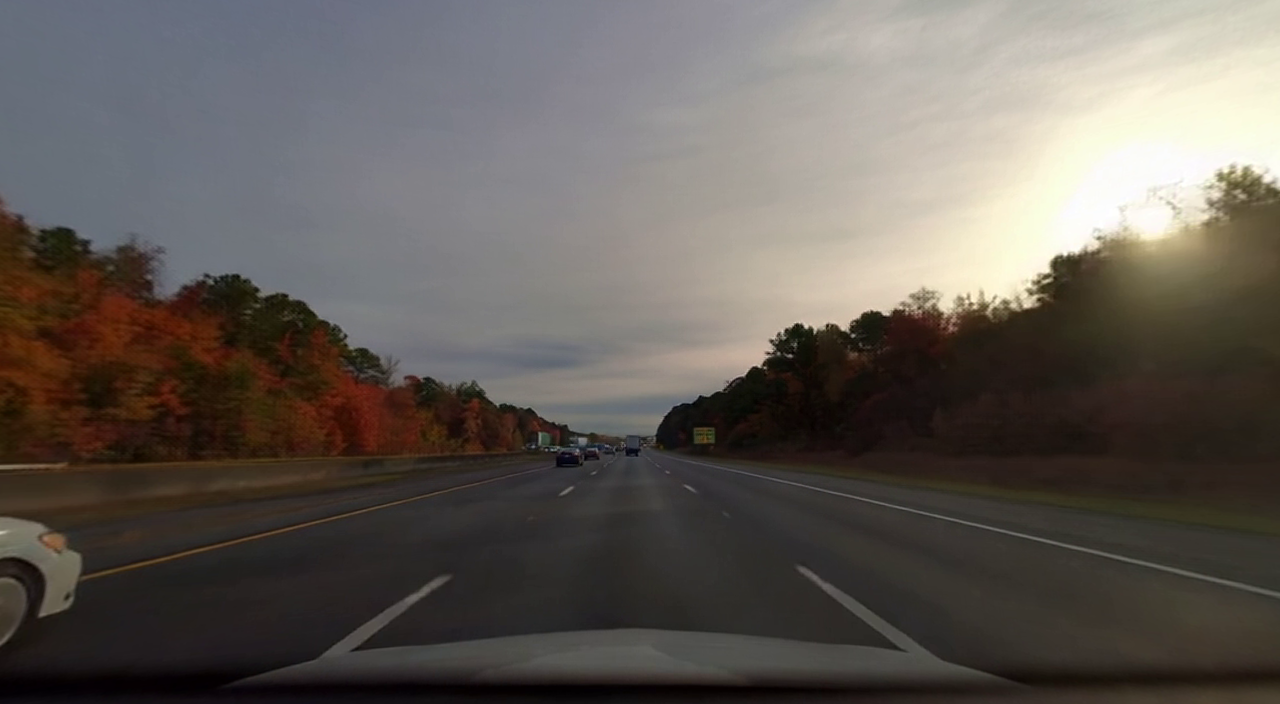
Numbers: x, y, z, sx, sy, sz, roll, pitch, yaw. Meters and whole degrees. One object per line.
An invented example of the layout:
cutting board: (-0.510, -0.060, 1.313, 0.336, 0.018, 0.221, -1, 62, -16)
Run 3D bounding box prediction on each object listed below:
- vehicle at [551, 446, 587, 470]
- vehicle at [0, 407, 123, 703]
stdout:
vehicle: (-4.655, 6.990, 41.480, 1.963, 1.475, 3.665, 0, -9, -1)
vehicle: (-4.341, 0.851, 1.891, 2.071, 1.525, 4.058, 0, -9, 0)
